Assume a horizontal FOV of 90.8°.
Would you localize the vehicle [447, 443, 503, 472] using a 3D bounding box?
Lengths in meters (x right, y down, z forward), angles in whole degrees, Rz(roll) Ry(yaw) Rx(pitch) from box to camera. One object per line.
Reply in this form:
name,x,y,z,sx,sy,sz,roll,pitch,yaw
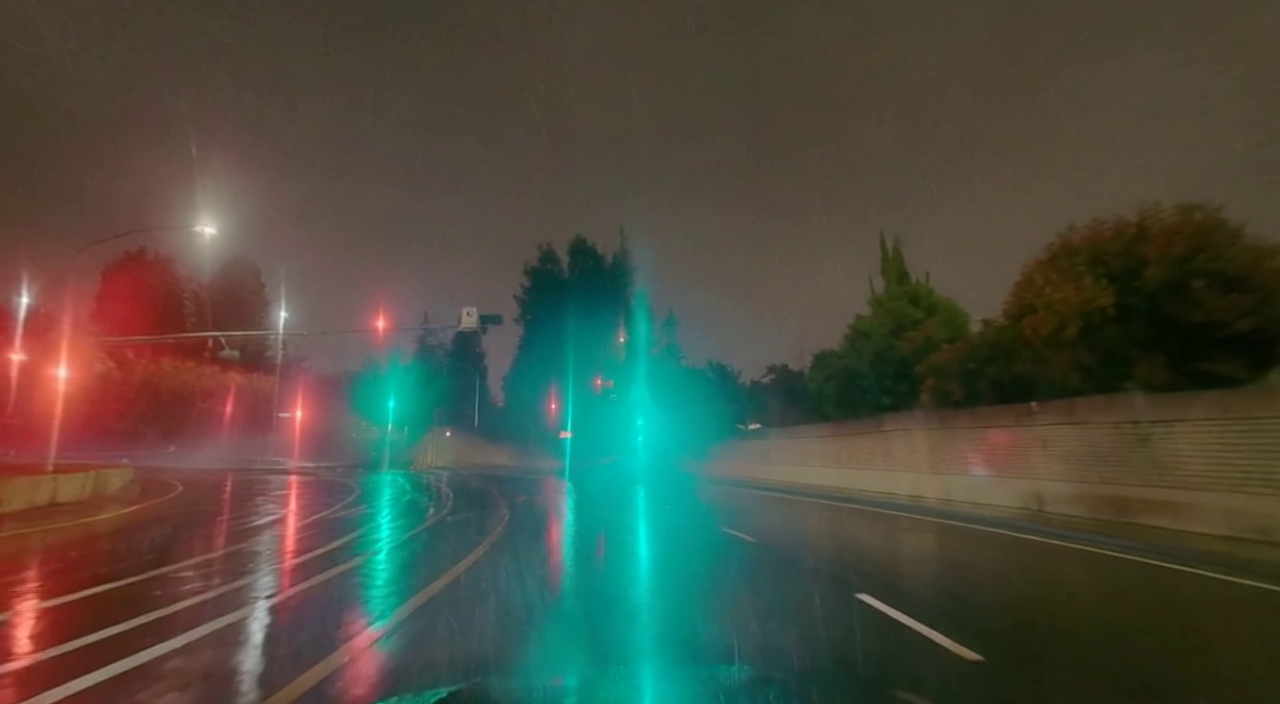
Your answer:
vehicle,-9.321,5.895,35.496,2.163,1.537,4.368,4,-10,-26
